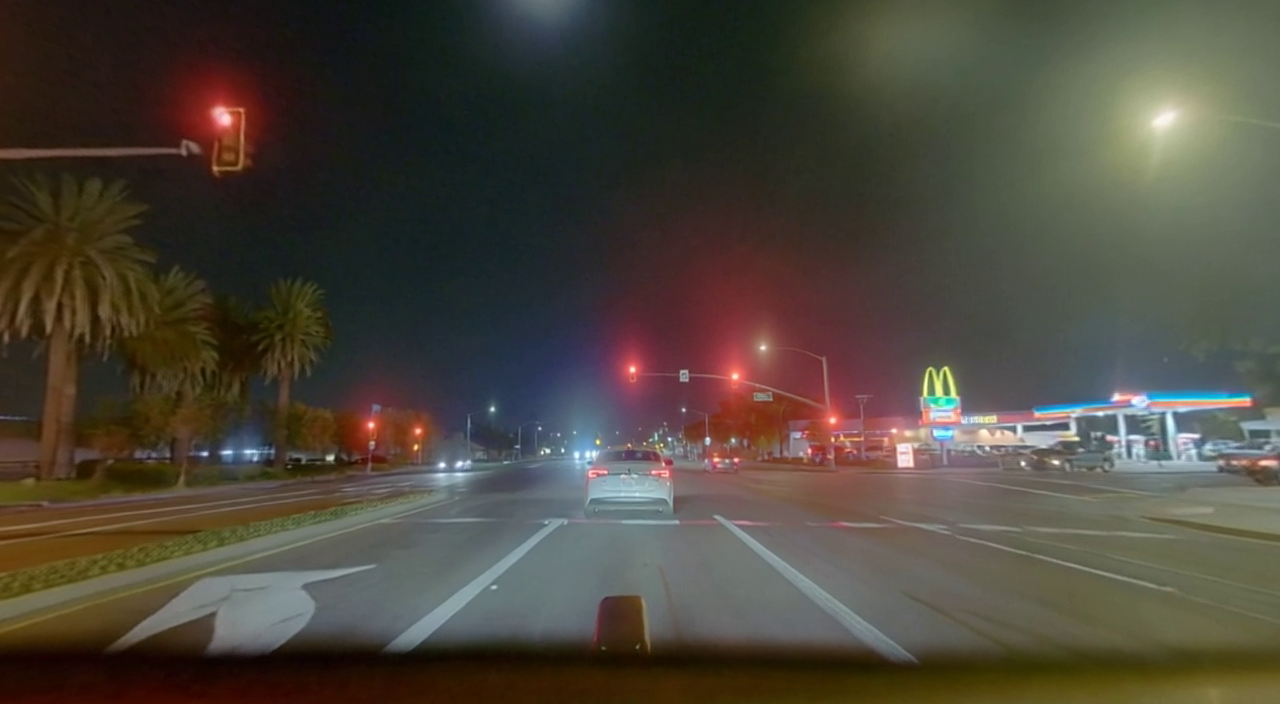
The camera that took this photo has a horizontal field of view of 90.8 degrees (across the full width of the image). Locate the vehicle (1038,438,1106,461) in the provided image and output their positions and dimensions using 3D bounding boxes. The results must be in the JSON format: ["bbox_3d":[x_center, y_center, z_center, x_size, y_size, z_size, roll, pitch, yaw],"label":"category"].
[{"bbox_3d":[31.931,7.236,46.839,1.903,1.630,4.320,0,-8,-1],"label":"vehicle"}]

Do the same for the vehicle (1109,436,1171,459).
[{"bbox_3d":[37.028,7.074,46.891,1.689,1.575,3.483,0,-8,-1],"label":"vehicle"}]

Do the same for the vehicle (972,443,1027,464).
[{"bbox_3d":[26.540,7.472,46.756,1.923,1.501,3.849,-1,-8,3],"label":"vehicle"}]

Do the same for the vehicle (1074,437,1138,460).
[{"bbox_3d":[34.570,7.165,46.989,1.824,1.643,3.789,0,-8,-1],"label":"vehicle"}]

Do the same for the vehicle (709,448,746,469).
[{"bbox_3d":[6.585,8.062,47.950,2.017,1.491,4.420,0,-8,-2],"label":"vehicle"}]

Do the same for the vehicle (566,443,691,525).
[{"bbox_3d":[-0.195,2.757,13.886,2.270,1.475,4.571,0,-8,0],"label":"vehicle"}]

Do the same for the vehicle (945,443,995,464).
[{"bbox_3d":[24.464,7.527,46.994,1.738,1.462,3.609,0,-8,-1],"label":"vehicle"}]

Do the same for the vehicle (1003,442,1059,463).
[{"bbox_3d":[29.003,7.465,46.979,1.848,1.467,3.941,-1,-8,3],"label":"vehicle"}]
